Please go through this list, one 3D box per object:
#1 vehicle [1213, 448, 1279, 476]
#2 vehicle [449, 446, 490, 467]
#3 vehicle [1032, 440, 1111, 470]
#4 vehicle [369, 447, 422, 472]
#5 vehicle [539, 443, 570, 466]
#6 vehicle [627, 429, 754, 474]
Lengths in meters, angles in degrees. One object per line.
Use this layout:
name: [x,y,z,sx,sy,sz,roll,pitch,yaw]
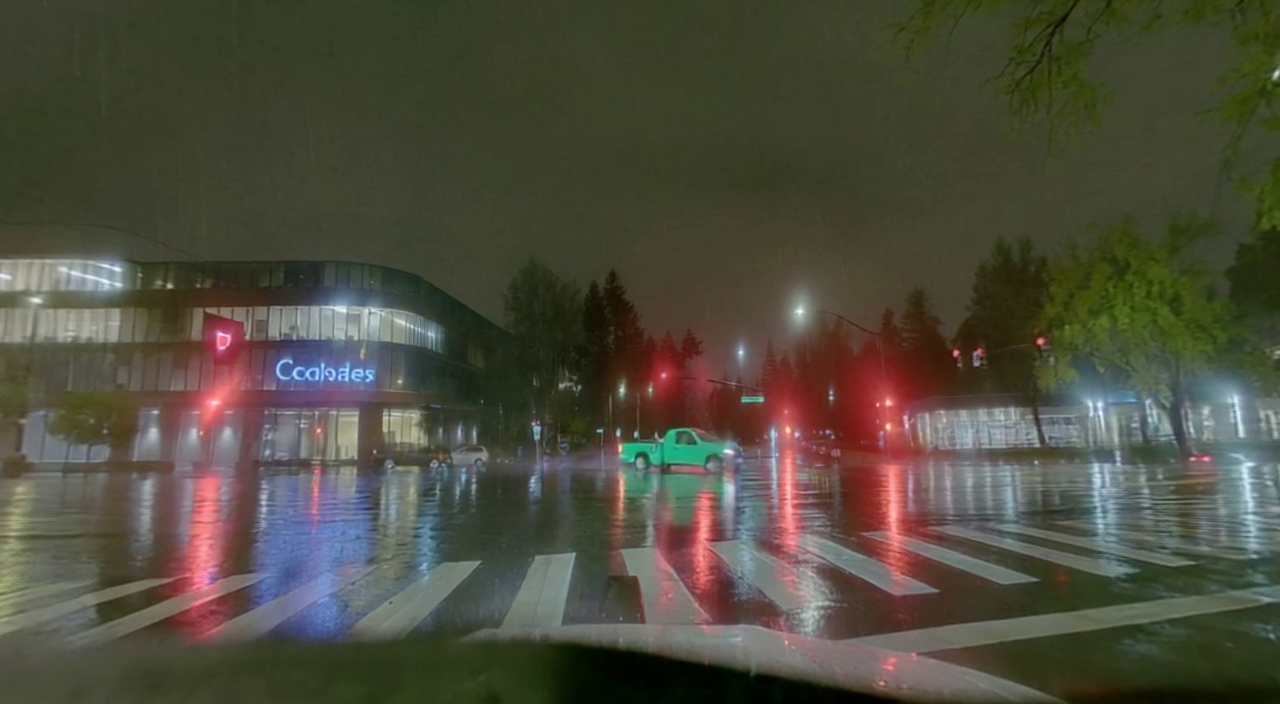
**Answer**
vehicle: [34.787,6.164,35.695,4.658,1.478,1.946,4,-10,-27]
vehicle: [-12.620,7.761,47.096,1.946,1.474,4.008,0,-9,0]
vehicle: [26.349,6.271,38.554,4.541,1.731,2.007,5,-10,-28]
vehicle: [-16.249,7.137,42.228,1.883,1.586,4.297,0,-9,0]
vehicle: [-6.044,7.125,44.105,1.879,1.464,4.457,2,-9,-11]
vehicle: [2.335,4.758,30.263,5.667,1.927,2.289,-6,-11,36]
